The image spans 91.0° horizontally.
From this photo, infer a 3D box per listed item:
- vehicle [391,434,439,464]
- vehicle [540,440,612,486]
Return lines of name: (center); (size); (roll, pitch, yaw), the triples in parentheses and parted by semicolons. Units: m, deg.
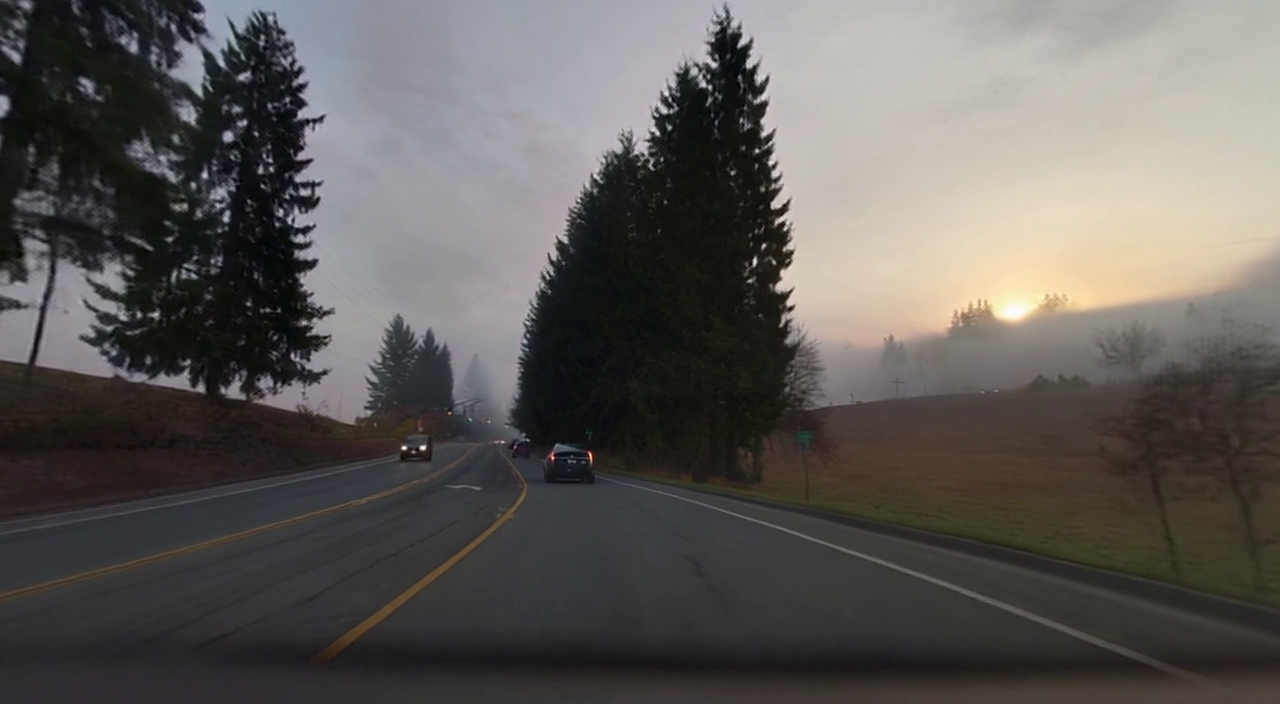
vehicle: (-12.607, 5.456, 35.489); (1.894, 1.621, 3.900); (1, -9, -10)
vehicle: (-2.439, 4.014, 23.165); (2.296, 1.510, 4.068); (2, -9, -10)
